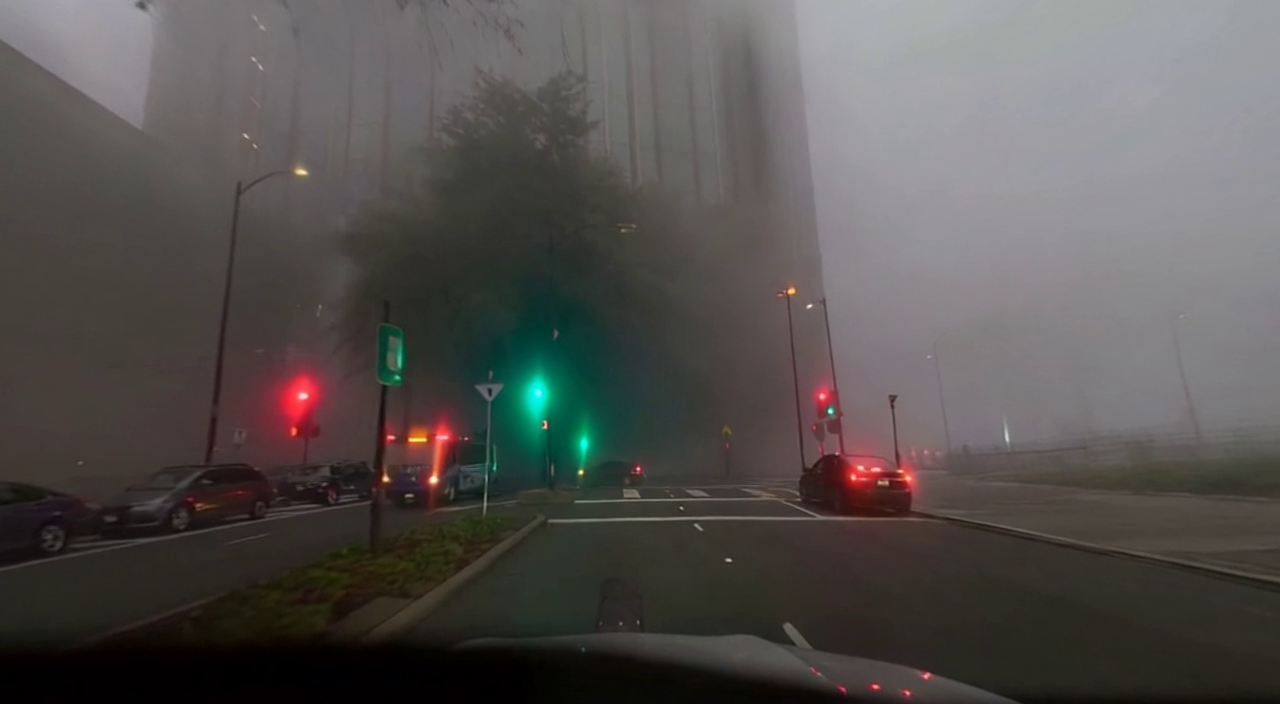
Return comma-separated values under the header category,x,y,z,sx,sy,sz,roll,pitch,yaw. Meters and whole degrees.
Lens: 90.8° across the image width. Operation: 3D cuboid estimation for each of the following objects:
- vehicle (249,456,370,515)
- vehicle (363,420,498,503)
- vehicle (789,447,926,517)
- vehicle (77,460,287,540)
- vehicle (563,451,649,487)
category,x,y,z,sx,sy,sz,roll,pitch,yaw
vehicle,-11.368,4.577,22.131,1.908,1.721,4.285,-1,-8,0
vehicle,-8.193,4.371,25.752,2.591,2.910,6.652,-1,-8,6
vehicle,5.500,3.306,16.690,1.888,1.536,4.381,0,-8,-2
vehicle,-11.355,3.651,16.219,1.968,1.608,4.609,0,-8,-1
vehicle,-2.000,6.903,37.503,4.742,1.906,1.933,4,-9,-25
